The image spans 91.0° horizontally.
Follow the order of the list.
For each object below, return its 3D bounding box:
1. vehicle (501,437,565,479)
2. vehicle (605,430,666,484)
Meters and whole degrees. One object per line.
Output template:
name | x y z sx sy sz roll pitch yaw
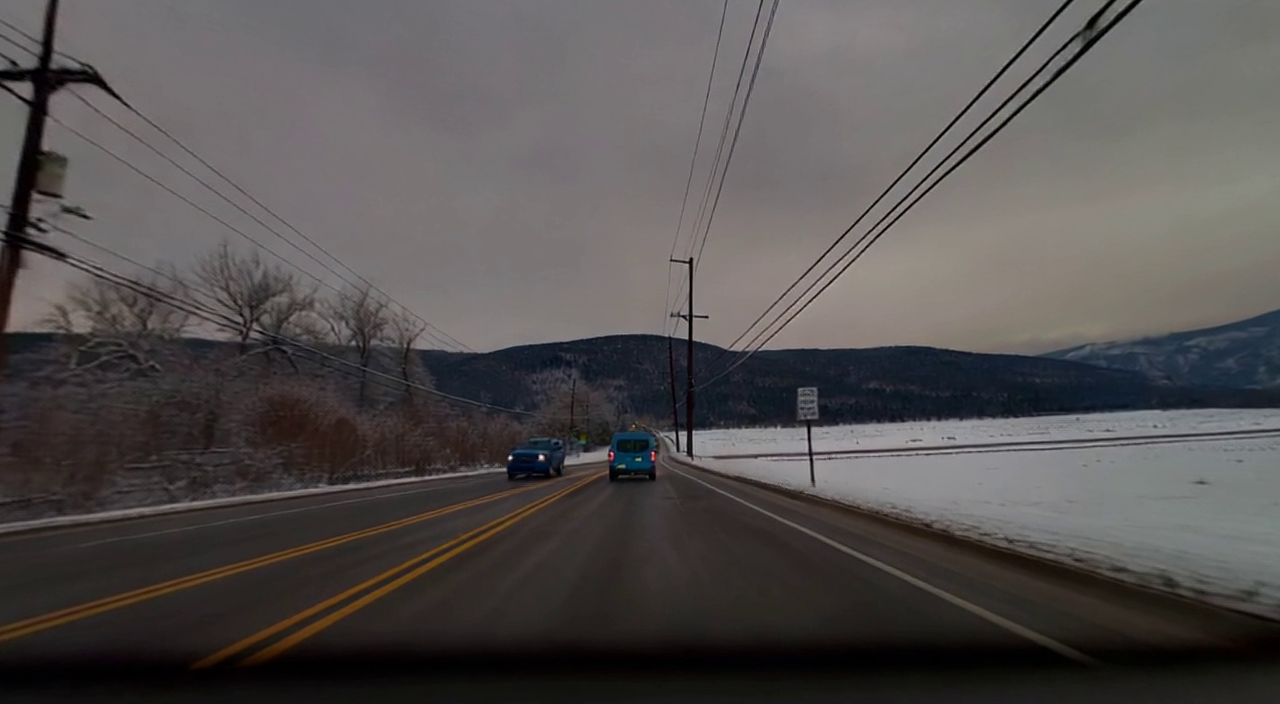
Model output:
vehicle | -5.709 5.719 34.334 2.213 2.108 5.027 0 -9 4
vehicle | -0.125 4.571 27.620 2.454 2.144 4.535 0 -9 1
